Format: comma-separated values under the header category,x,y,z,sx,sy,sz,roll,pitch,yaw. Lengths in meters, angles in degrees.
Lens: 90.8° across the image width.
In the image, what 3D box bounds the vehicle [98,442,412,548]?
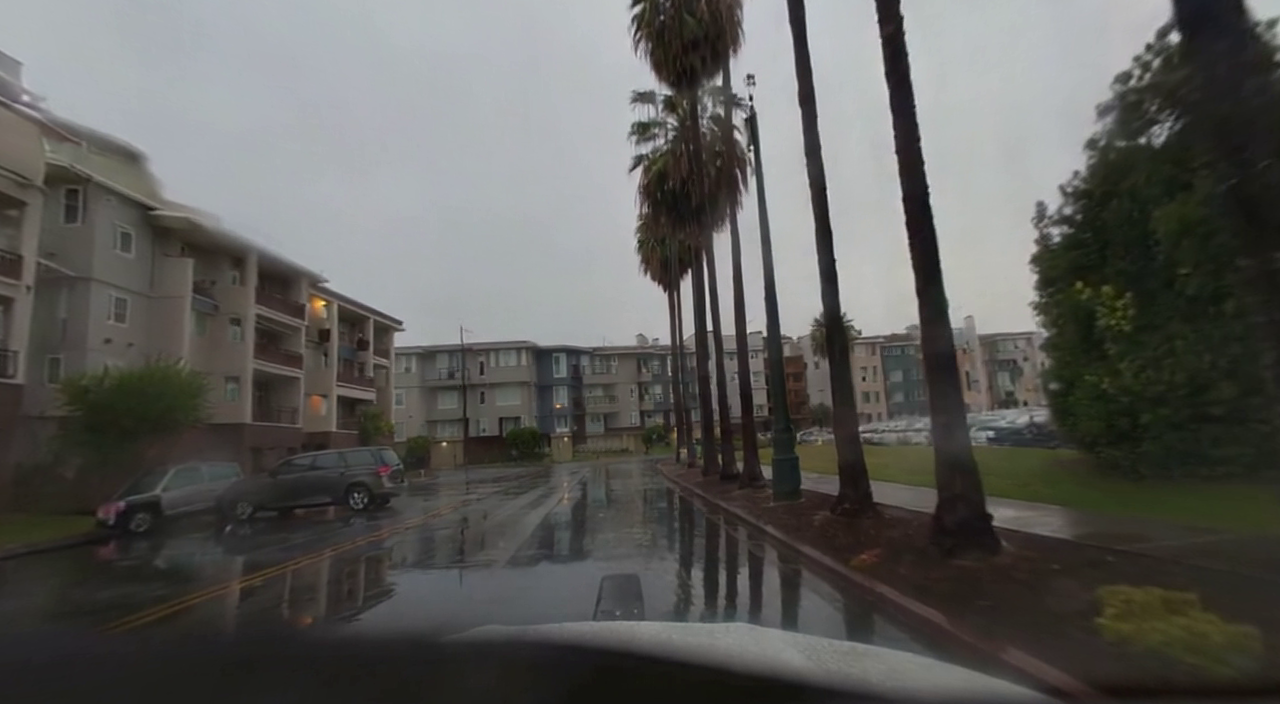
category,x,y,z,sx,sy,sz,roll,pitch,yaw
vehicle,-7.154,2.658,12.234,4.803,1.520,1.894,-3,-8,-6
